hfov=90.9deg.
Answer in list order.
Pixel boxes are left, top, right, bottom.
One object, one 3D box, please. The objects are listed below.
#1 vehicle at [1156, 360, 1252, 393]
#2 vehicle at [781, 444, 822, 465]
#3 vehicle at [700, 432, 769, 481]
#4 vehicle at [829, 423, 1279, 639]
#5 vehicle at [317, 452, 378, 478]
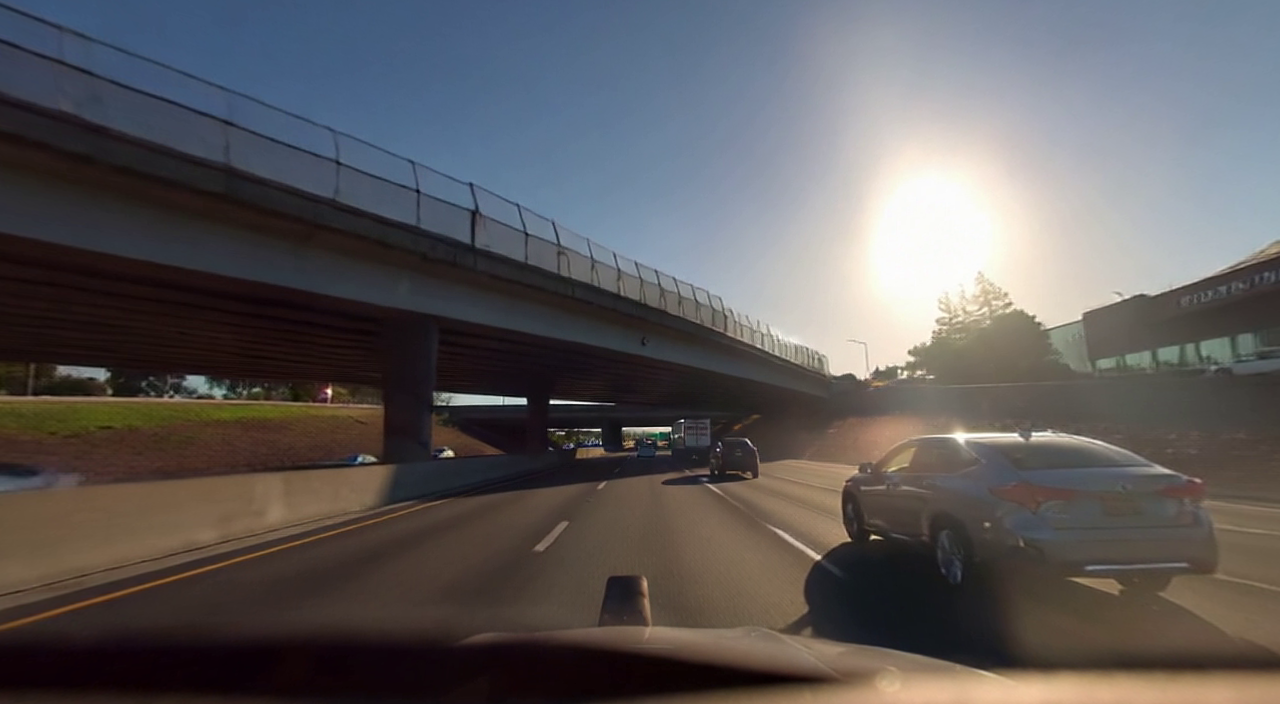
[{"bbox_3d":[37.247,1.674,41.848,2.024,1.757,4.696,0,-8,0],"label":"vehicle"},{"bbox_3d":[11.697,7.446,45.943,1.926,1.451,3.936,0,-8,-1],"label":"vehicle"},{"bbox_3d":[3.851,4.344,26.534,2.086,1.858,4.737,0,-8,-1],"label":"vehicle"},{"bbox_3d":[3.632,1.567,6.659,1.902,1.481,4.451,0,-8,0],"label":"vehicle"},{"bbox_3d":[-19.261,7.434,41.724,1.894,1.499,4.357,0,-8,0],"label":"vehicle"}]
